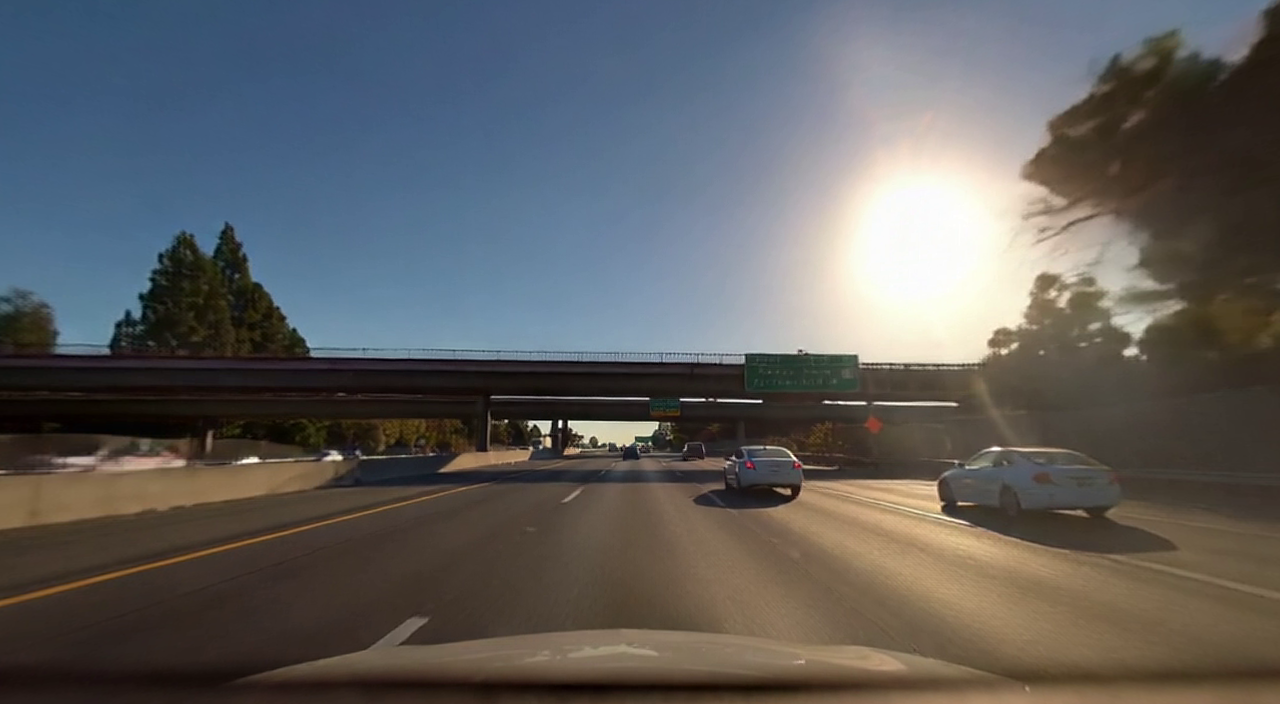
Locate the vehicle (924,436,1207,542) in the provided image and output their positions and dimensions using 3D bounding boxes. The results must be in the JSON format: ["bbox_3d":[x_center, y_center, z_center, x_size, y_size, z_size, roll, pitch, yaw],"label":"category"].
[{"bbox_3d":[7.213,2.338,11.471,1.946,1.497,4.467,0,-9,-1],"label":"vehicle"}]

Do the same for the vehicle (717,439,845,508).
[{"bbox_3d":[3.341,2.986,15.995,2.076,1.472,4.562,0,-9,-1],"label":"vehicle"}]
